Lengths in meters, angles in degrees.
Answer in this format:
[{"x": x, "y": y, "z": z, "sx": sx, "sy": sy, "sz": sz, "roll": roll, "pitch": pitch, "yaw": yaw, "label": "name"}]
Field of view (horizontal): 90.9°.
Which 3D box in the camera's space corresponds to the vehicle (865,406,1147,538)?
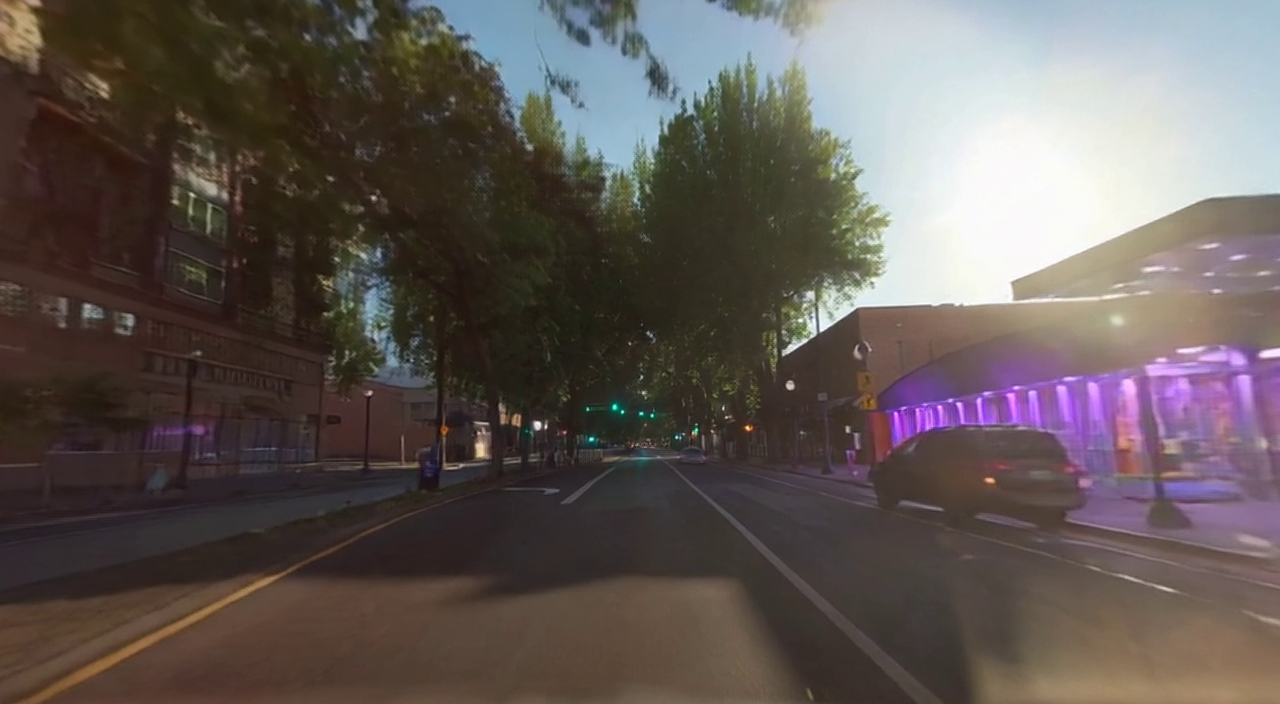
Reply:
[{"x": 6.221, "y": 2.108, "z": 11.680, "sx": 2.112, "sy": 1.894, "sz": 4.910, "roll": 0, "pitch": -8, "yaw": -2, "label": "vehicle"}]
